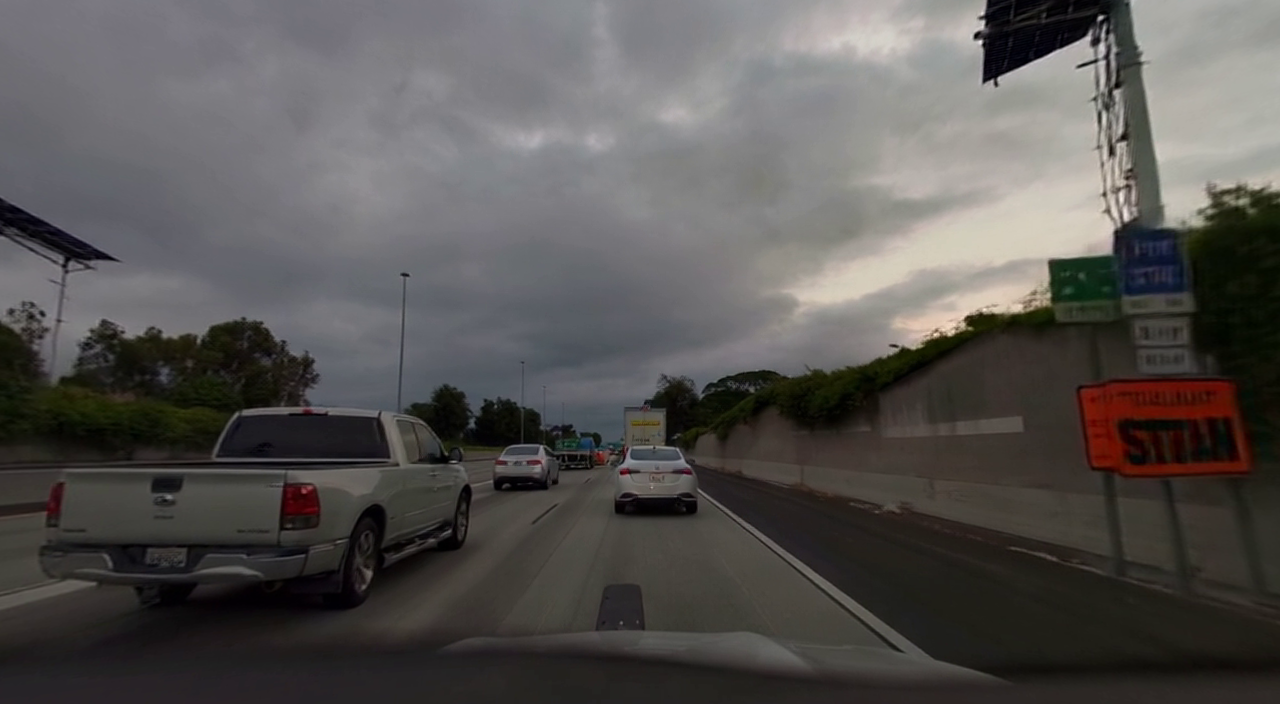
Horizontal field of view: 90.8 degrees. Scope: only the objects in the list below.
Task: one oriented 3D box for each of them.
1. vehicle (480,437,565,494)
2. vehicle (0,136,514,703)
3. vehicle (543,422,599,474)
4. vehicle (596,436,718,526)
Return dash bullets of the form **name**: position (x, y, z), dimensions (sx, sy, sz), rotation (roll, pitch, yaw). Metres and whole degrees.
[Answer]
- **vehicle**: position (-3.652, 3.616, 20.369), dimensions (1.963, 1.627, 3.849), rotation (0, -9, 1)
- **vehicle**: position (-3.043, 0.903, 5.960), dimensions (2.289, 2.757, 6.726), rotation (0, -9, 0)
- **vehicle**: position (-3.680, 5.331, 34.960), dimensions (2.290, 2.613, 5.975), rotation (0, -9, 2)
- **vehicle**: position (0.265, 2.462, 12.503), dimensions (2.063, 1.507, 3.488), rotation (0, -9, -1)
